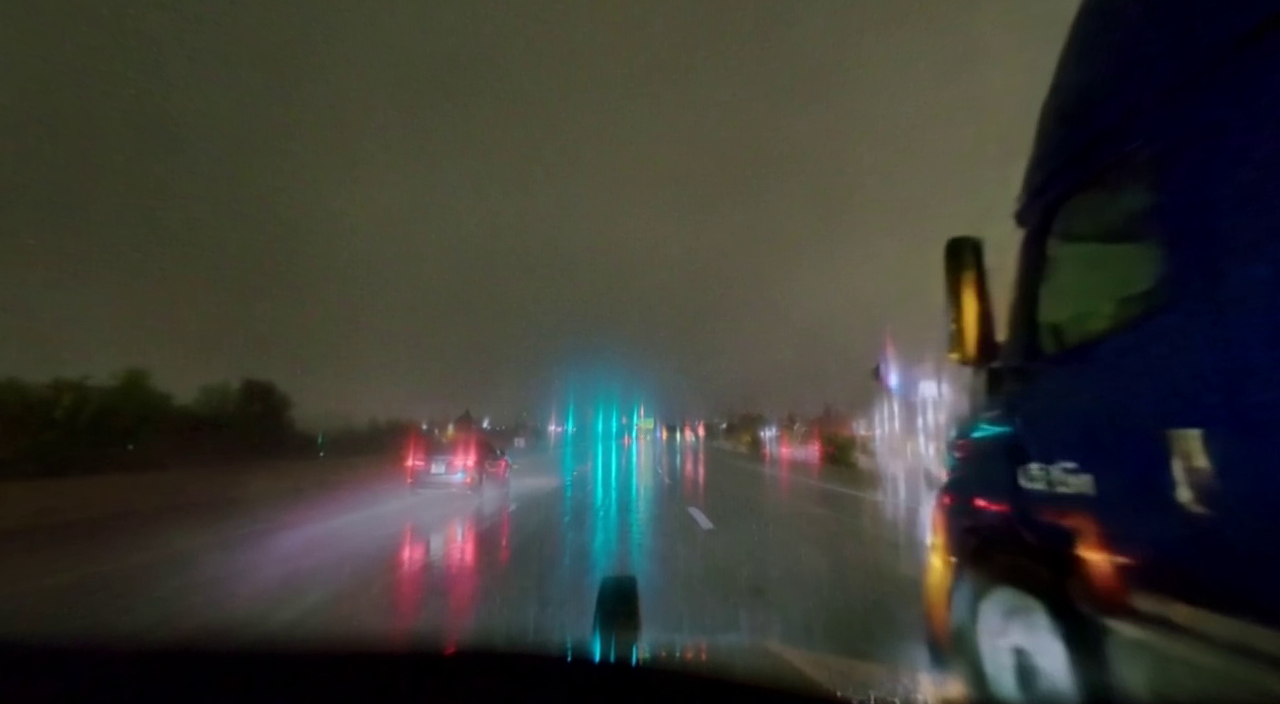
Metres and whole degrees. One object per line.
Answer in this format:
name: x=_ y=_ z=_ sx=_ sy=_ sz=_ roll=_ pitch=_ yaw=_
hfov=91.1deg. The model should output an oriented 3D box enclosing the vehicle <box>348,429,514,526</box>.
vehicle: x=-4.107 y=2.520 z=13.274 sx=2.063 sy=1.661 sz=4.439 roll=1 pitch=-8 yaw=-2
